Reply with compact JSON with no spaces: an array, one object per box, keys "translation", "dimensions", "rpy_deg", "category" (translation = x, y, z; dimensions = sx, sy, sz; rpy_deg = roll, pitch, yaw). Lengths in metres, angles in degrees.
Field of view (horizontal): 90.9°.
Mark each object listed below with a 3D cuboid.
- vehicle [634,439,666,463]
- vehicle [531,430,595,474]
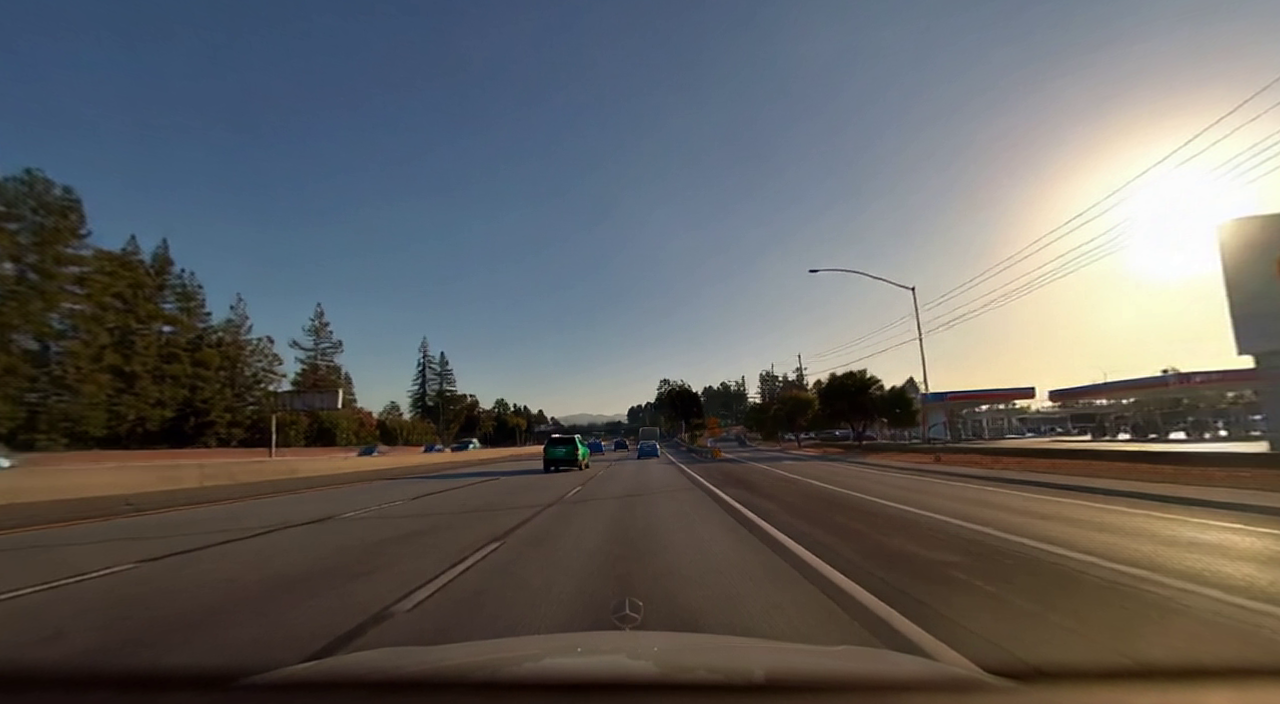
[{"translation":[0.597,6.515,41.577],"dimensions":[1.982,1.524,3.800],"rpy_deg":[0,-9,-1],"category":"vehicle"},{"translation":[-3.479,4.675,29.618],"dimensions":[2.273,1.884,4.515],"rpy_deg":[0,-9,2],"category":"vehicle"}]
